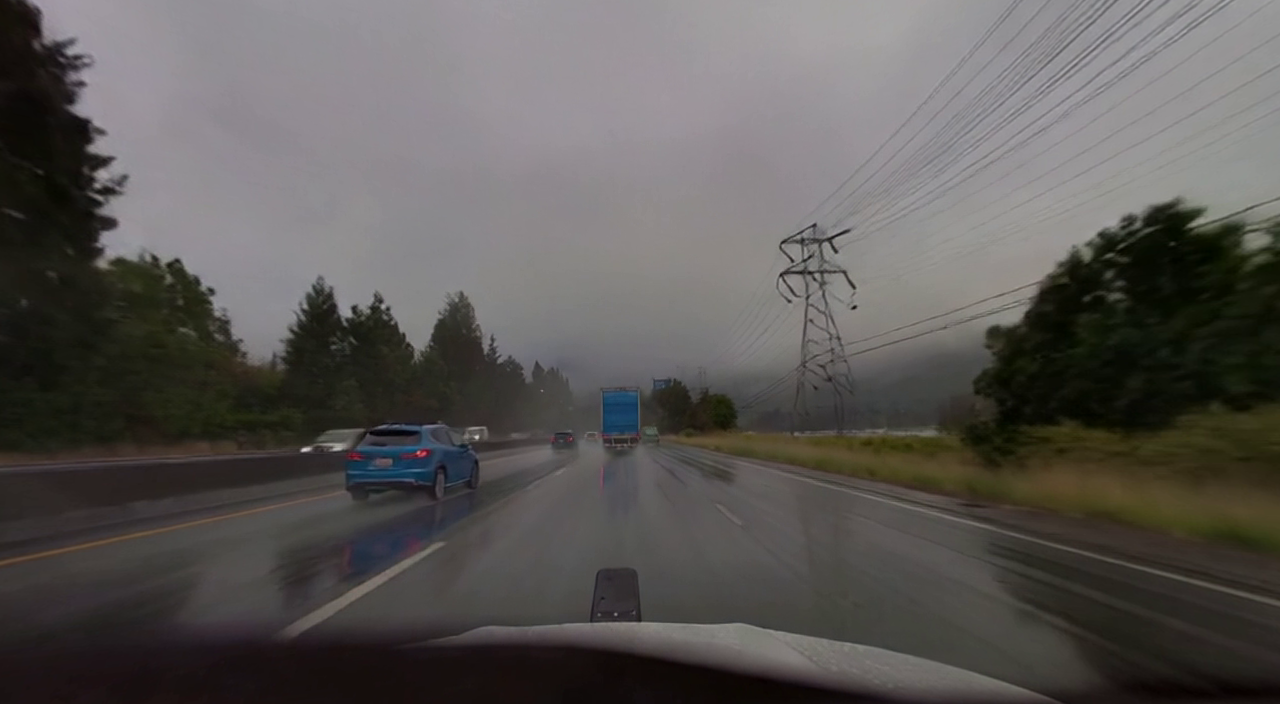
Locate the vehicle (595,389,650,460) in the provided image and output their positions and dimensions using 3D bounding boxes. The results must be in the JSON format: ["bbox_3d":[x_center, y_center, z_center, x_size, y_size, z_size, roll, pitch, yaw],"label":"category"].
[{"bbox_3d":[-1.093,4.641,39.391,2.955,3.851,9.915,0,-8,-2],"label":"vehicle"}]

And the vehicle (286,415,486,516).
[{"bbox_3d":[-4.641,2.129,12.406,2.117,1.618,4.480,0,-8,-1],"label":"vehicle"}]

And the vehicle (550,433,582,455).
[{"bbox_3d":[-5.394,6.754,46.338,1.934,1.549,4.194,0,-8,-2],"label":"vehicle"}]
